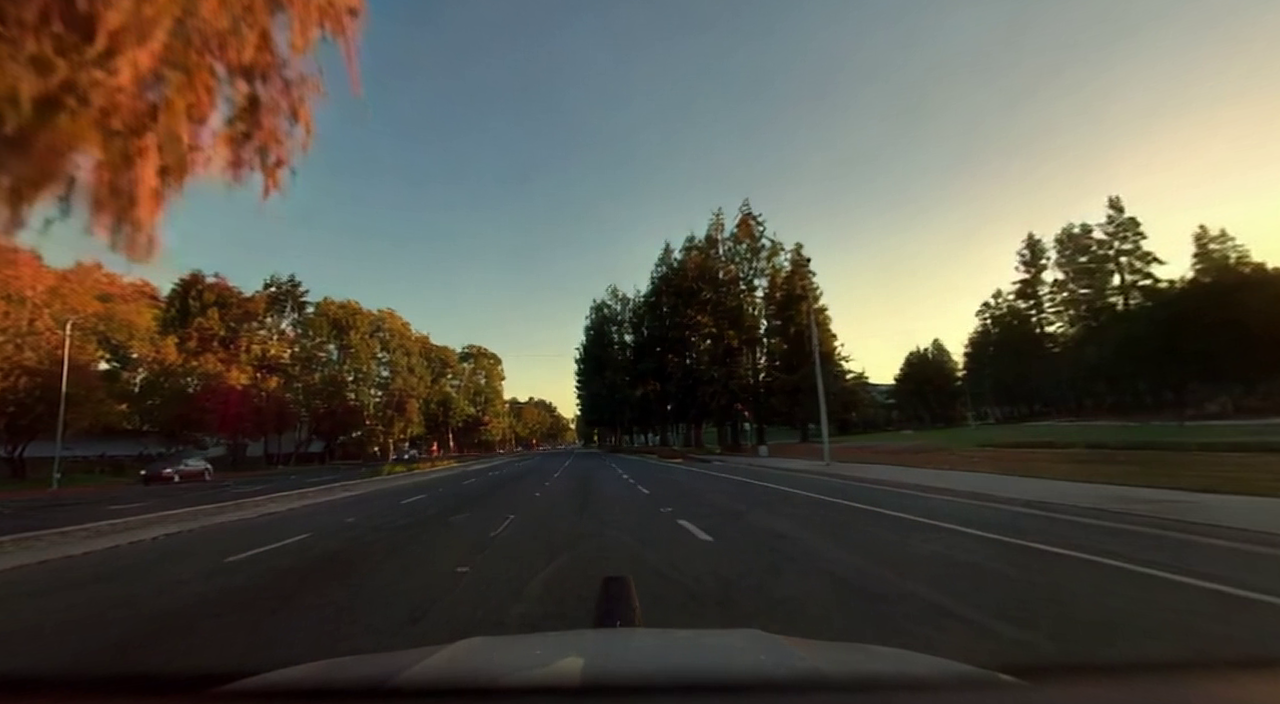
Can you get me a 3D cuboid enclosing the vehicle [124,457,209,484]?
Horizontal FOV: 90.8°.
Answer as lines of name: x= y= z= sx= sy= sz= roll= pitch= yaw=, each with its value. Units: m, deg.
vehicle: x=-31.580 y=7.902 z=42.370 sx=2.089 sy=1.556 sz=4.961 roll=0 pitch=-9 yaw=-4
